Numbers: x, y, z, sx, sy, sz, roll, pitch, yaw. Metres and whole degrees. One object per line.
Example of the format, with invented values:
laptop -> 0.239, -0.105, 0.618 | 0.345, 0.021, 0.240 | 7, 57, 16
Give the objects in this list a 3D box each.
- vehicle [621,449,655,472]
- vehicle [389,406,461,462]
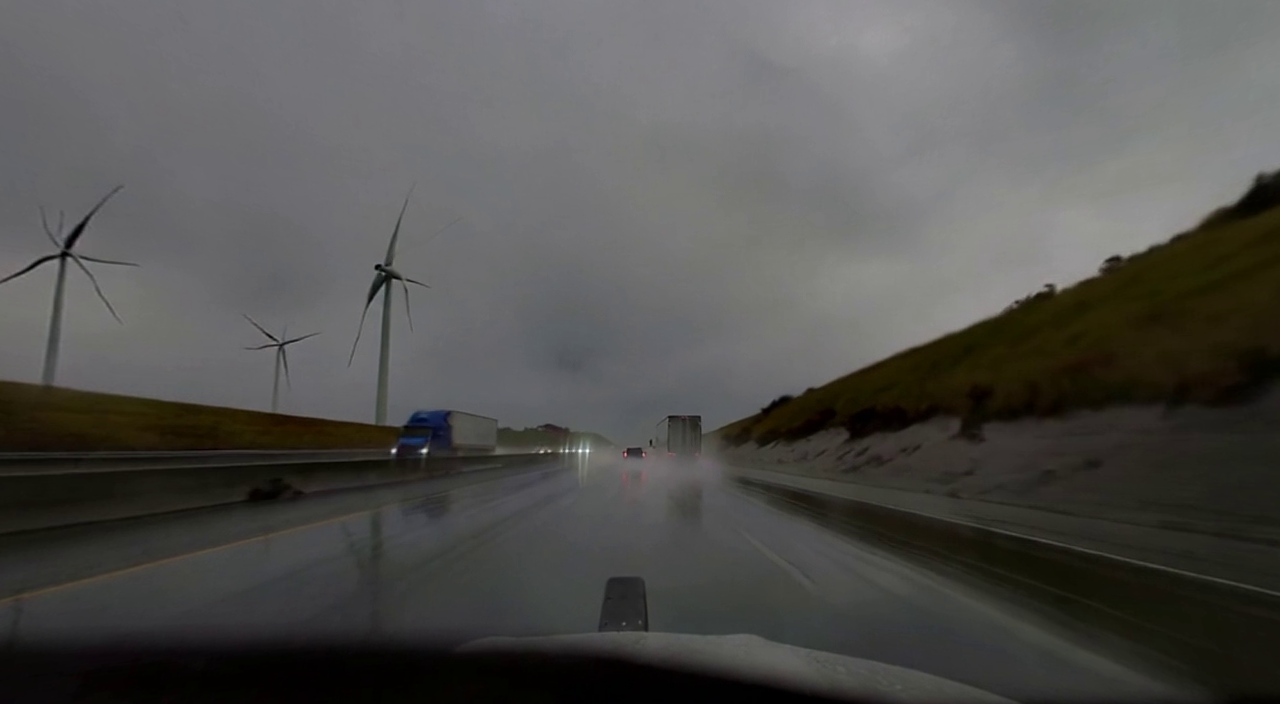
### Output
vehicle -> -0.144, 7.307, 42.589 | 2.209, 1.453, 3.695 | 0, -9, 0
vehicle -> -15.734, 6.130, 46.568 | 3.185, 3.867, 5.948 | 0, -9, -1
